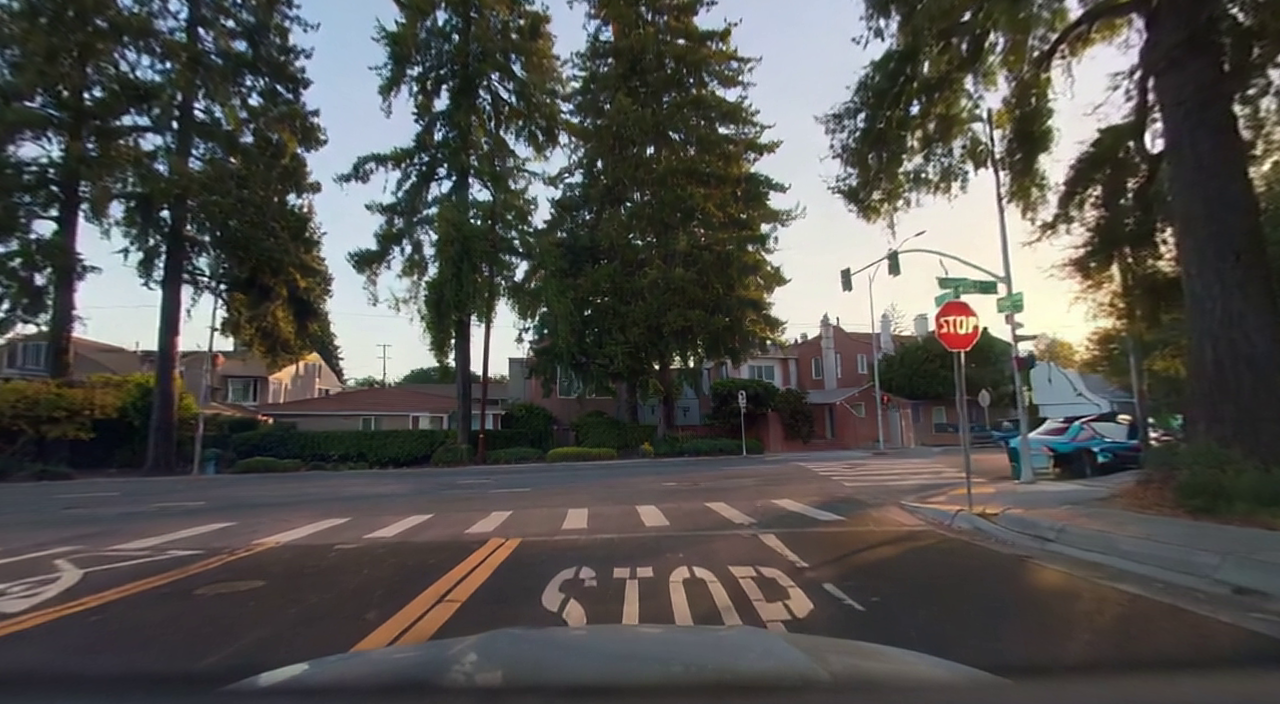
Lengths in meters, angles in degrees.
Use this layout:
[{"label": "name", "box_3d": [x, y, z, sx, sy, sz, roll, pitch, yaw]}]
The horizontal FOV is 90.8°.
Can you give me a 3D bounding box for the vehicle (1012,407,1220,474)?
[{"label": "vehicle", "box_3d": [12.862, 2.412, 17.253, 4.208, 1.685, 2.014, 1, -8, -8]}]
